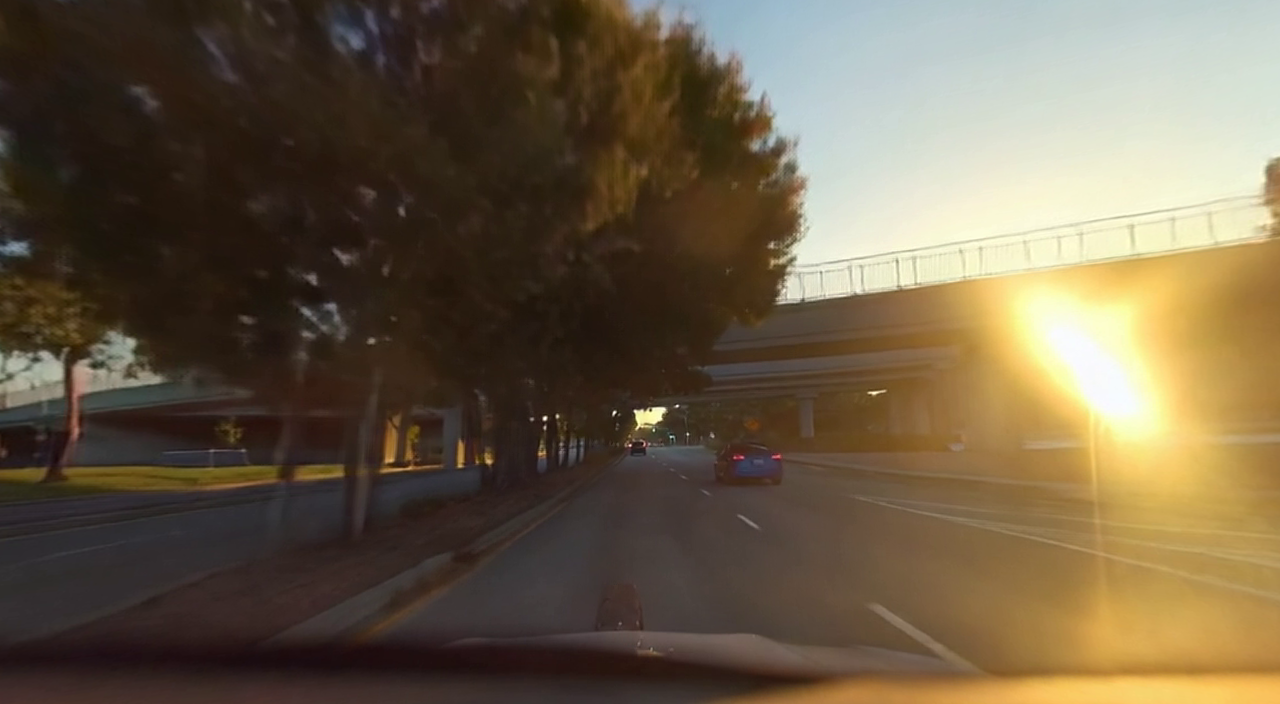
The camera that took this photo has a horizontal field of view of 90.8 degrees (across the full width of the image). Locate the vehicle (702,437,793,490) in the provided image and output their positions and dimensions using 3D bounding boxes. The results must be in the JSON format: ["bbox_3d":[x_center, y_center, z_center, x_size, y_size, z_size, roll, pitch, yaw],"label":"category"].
[{"bbox_3d":[3.305,3.546,20.420,2.062,1.484,4.332,-1,-8,-1],"label":"vehicle"}]
